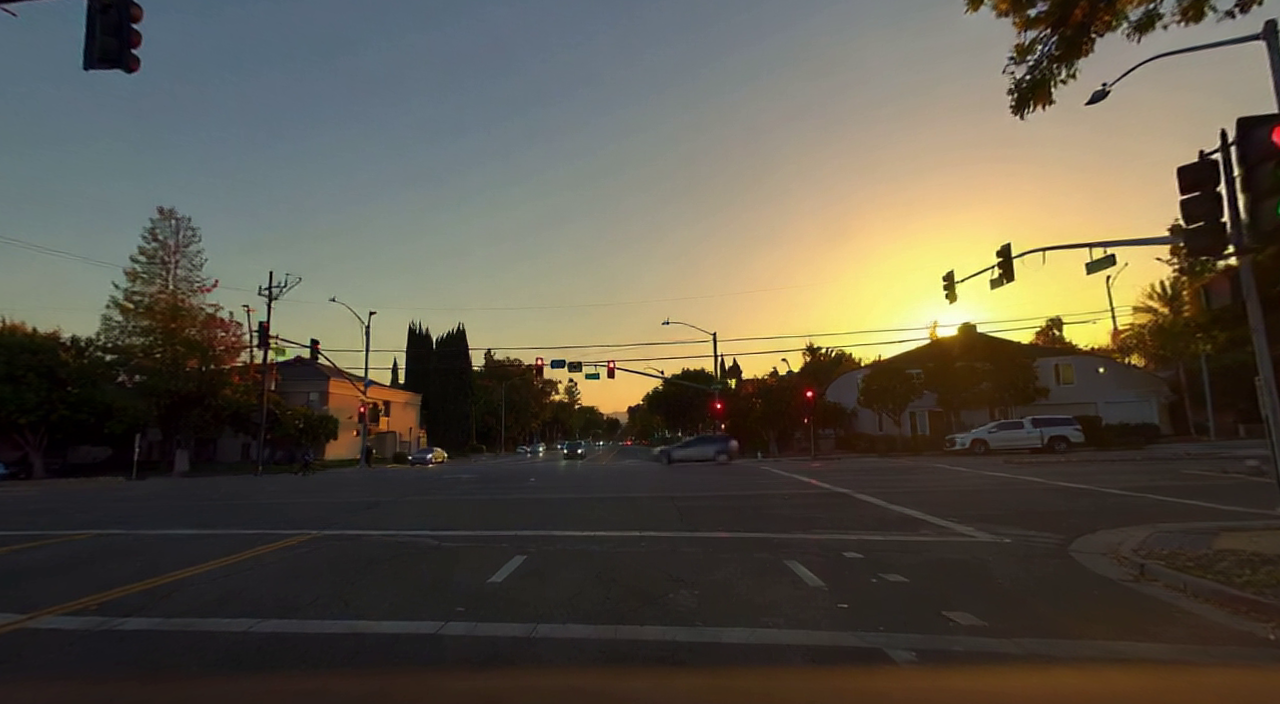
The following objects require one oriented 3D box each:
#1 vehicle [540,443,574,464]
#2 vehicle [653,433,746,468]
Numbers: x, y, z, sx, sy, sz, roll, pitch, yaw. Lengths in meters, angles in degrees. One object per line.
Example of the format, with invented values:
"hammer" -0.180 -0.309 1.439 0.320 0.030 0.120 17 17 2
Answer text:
"vehicle" -6.139 7.523 47.046 1.936 1.444 4.168 0 -8 0
"vehicle" 3.125 5.207 33.373 4.706 1.710 1.932 -1 -8 5
